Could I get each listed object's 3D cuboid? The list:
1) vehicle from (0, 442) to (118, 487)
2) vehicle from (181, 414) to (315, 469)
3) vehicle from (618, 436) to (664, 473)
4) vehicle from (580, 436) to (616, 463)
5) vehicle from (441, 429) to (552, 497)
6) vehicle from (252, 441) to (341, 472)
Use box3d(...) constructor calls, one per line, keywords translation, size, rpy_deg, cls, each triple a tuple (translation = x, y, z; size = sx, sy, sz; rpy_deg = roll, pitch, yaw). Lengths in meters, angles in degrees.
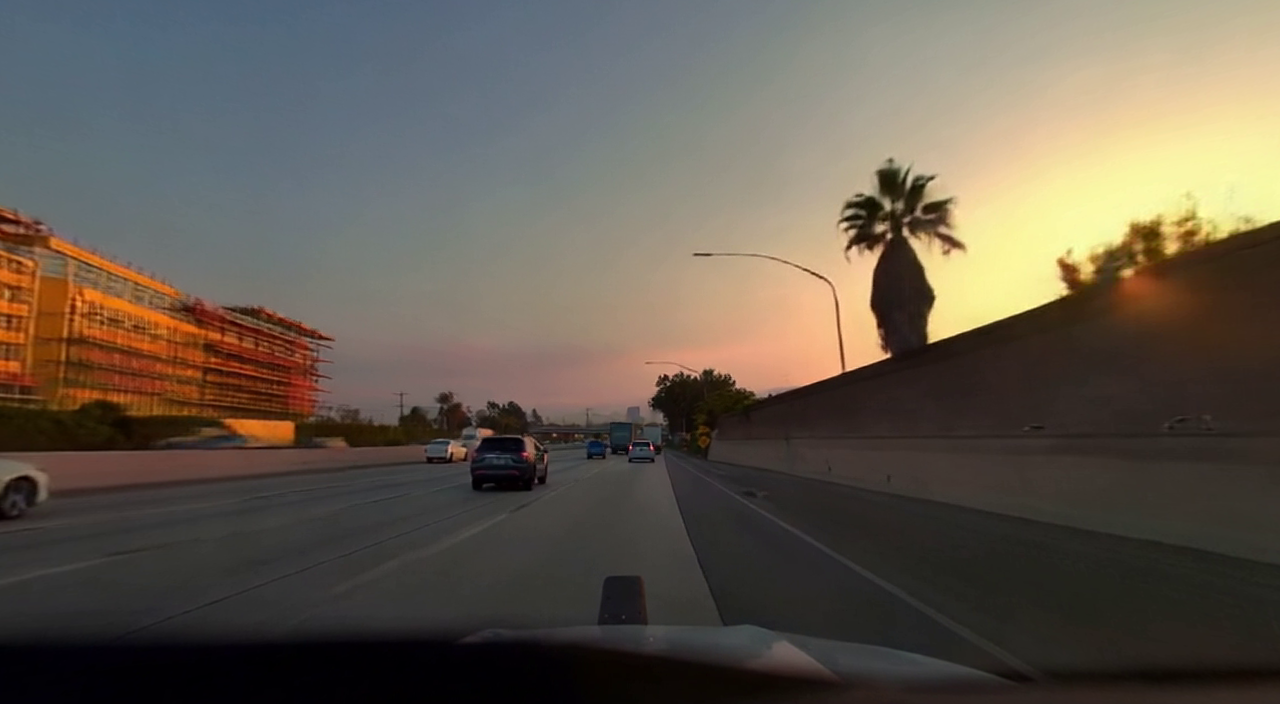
box3d(translation=(-21.715, 4.005, 22.831), size=(1.755, 1.460, 4.353), rpy_deg=(-1, -8, 3), cls="vehicle")
box3d(translation=(-24.754, 5.759, 40.517), size=(2.968, 3.142, 8.309), rpy_deg=(-1, -8, 2), cls="vehicle")
box3d(translation=(0.094, 5.058, 31.316), size=(2.136, 1.678, 4.052), rpy_deg=(-1, -8, 2), cls="vehicle")
box3d(translation=(-3.210, 7.566, 49.157), size=(2.203, 1.958, 4.848), rpy_deg=(-1, -8, 3), cls="vehicle")
box3d(translation=(-4.068, 3.236, 18.764), size=(2.108, 1.740, 4.549), rpy_deg=(-1, -8, 2), cls="vehicle")
box3d(translation=(-17.279, 5.271, 31.963), size=(2.040, 1.455, 4.107), rpy_deg=(-1, -8, 3), cls="vehicle")
